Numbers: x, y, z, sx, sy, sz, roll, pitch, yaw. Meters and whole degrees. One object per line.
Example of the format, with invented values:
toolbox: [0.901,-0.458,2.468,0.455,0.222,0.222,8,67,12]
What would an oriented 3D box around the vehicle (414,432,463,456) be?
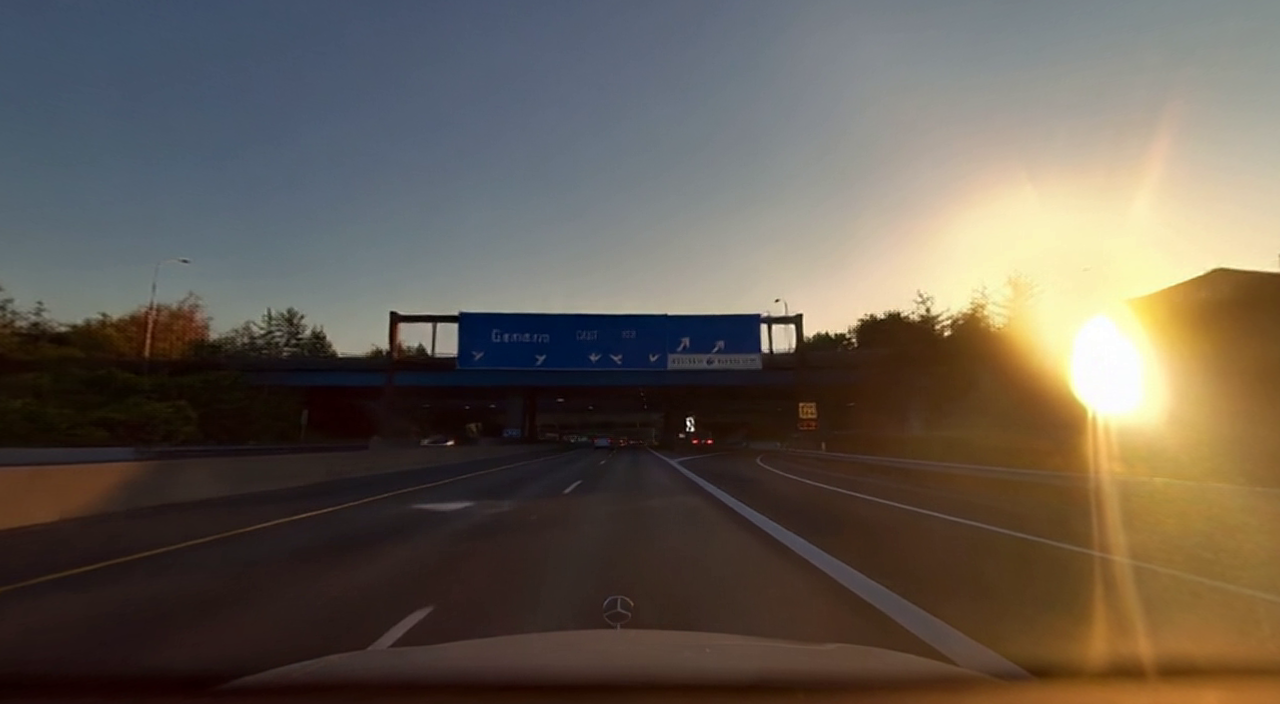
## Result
vehicle: [-13.067,5.983,40.976,1.851,1.500,4.375,0,-8,-1]
